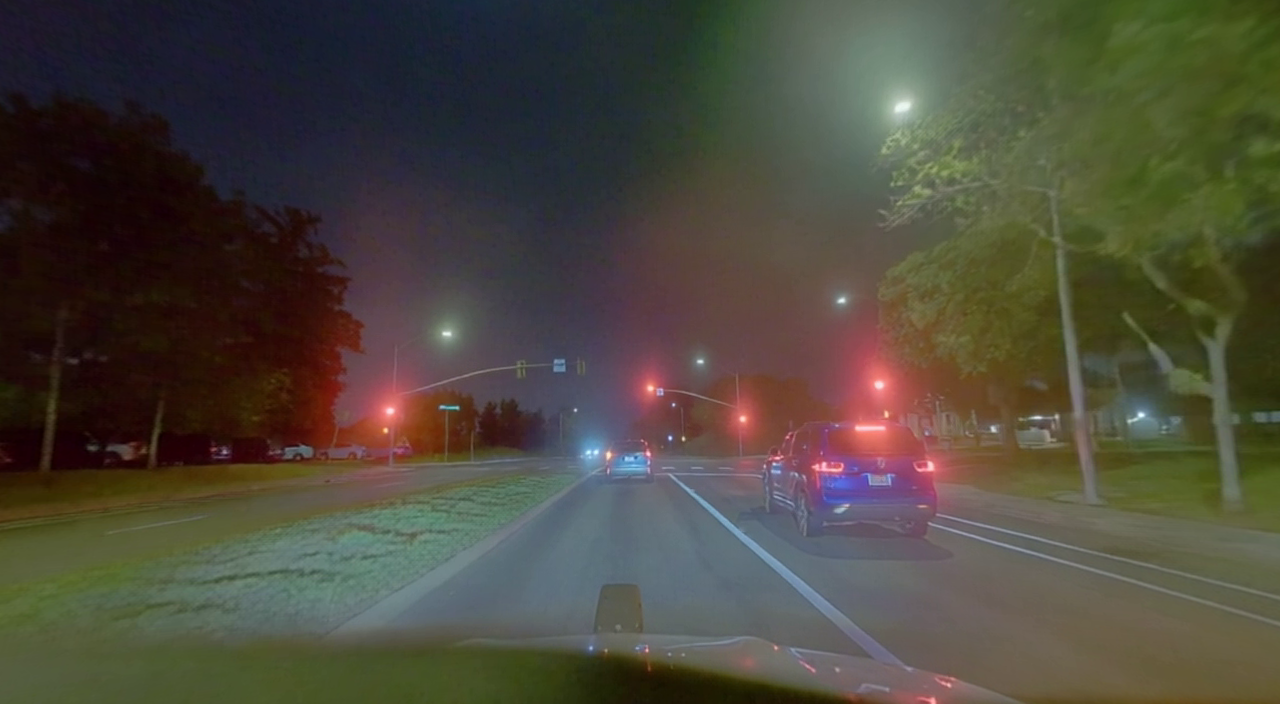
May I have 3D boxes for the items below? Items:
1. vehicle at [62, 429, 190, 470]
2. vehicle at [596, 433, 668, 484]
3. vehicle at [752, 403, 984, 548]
[{"bbox_3d":[-29.025,5.536,35.970,5.335,2.076,2.209,4,-10,-33],"label":"vehicle"},{"bbox_3d":[-0.261,3.565,21.385,2.177,1.512,4.682,0,-9,-1],"label":"vehicle"},{"bbox_3d":[3.191,1.848,10.009,2.046,1.768,4.370,0,-9,0],"label":"vehicle"}]
